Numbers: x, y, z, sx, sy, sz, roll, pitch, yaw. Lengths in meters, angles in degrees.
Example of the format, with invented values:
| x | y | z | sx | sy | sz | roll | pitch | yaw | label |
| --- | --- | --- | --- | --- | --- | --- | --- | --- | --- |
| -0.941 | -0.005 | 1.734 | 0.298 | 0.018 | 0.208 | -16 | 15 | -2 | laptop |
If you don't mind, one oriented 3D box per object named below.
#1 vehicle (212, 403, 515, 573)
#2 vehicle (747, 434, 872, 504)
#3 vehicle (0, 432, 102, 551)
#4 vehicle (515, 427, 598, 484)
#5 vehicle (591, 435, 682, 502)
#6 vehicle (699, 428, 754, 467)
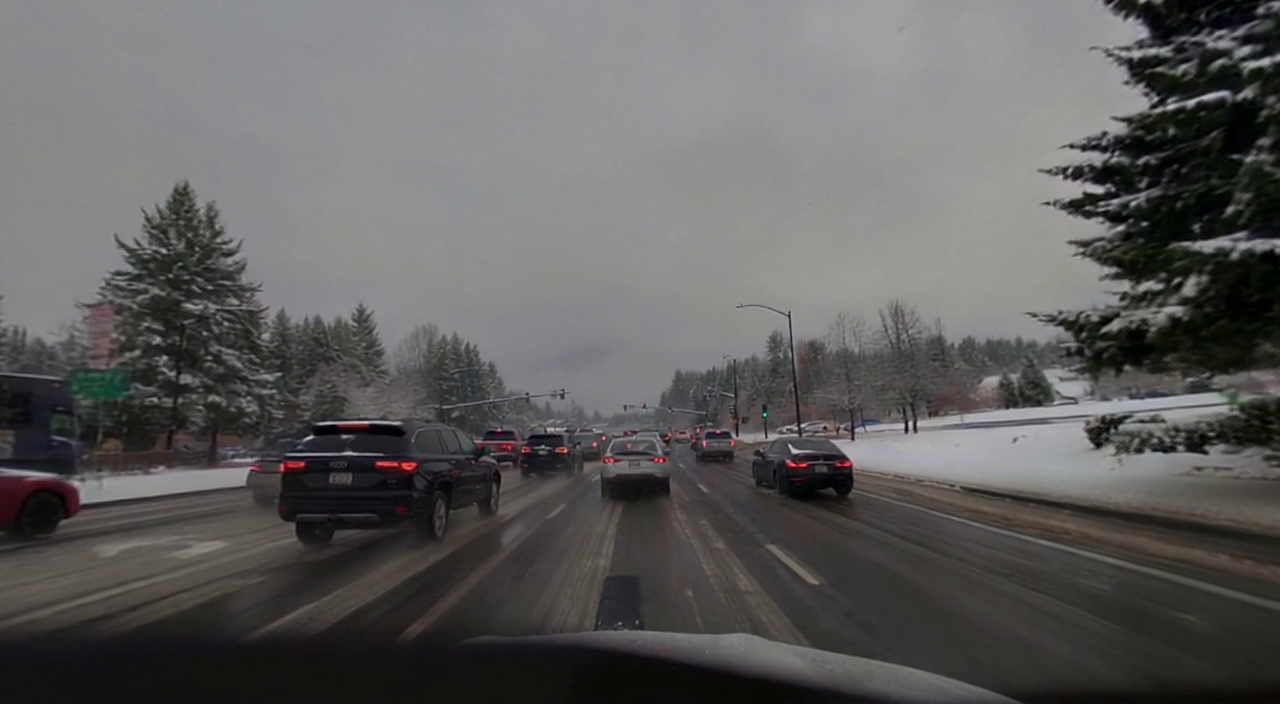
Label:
| x | y | z | sx | sy | sz | roll | pitch | yaw | label |
| --- | --- | --- | --- | --- | --- | --- | --- | --- | --- |
| -3.399 | 1.800 | 9.263 | 2.111 | 1.745 | 5.274 | 0 | -8 | -1 | vehicle |
| 3.952 | 2.794 | 15.512 | 1.884 | 1.463 | 4.195 | 0 | -8 | 0 | vehicle |
| -9.092 | 1.637 | 7.088 | 2.146 | 1.480 | 4.589 | 0 | -8 | -2 | vehicle |
| -2.869 | 3.703 | 22.800 | 2.218 | 1.829 | 4.492 | -1 | -8 | 3 | vehicle |
| -0.062 | 2.955 | 16.462 | 2.030 | 1.477 | 4.330 | 0 | -8 | 1 | vehicle |
| 4.306 | 4.858 | 32.197 | 2.099 | 1.845 | 4.363 | 0 | -8 | -1 | vehicle |
